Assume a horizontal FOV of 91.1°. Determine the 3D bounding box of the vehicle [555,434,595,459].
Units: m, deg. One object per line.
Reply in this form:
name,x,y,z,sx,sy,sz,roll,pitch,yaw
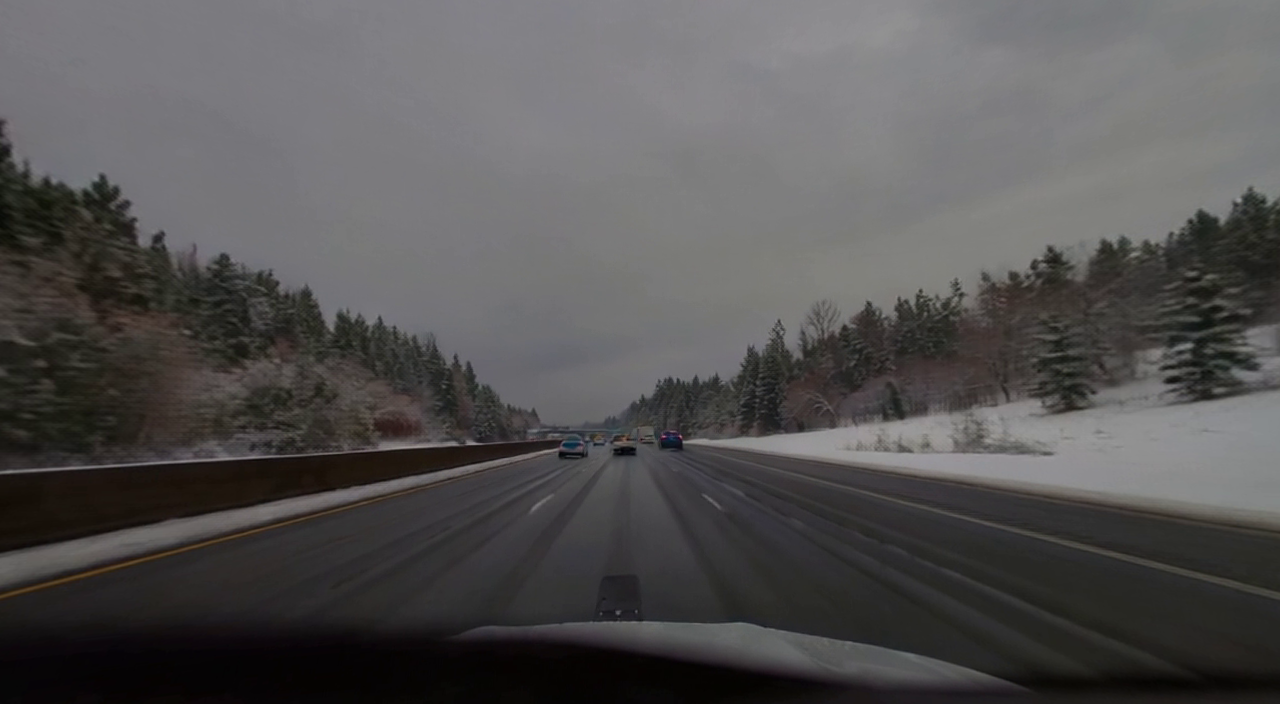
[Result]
vehicle,-4.116,6.078,40.520,2.103,1.507,4.367,0,-8,0
